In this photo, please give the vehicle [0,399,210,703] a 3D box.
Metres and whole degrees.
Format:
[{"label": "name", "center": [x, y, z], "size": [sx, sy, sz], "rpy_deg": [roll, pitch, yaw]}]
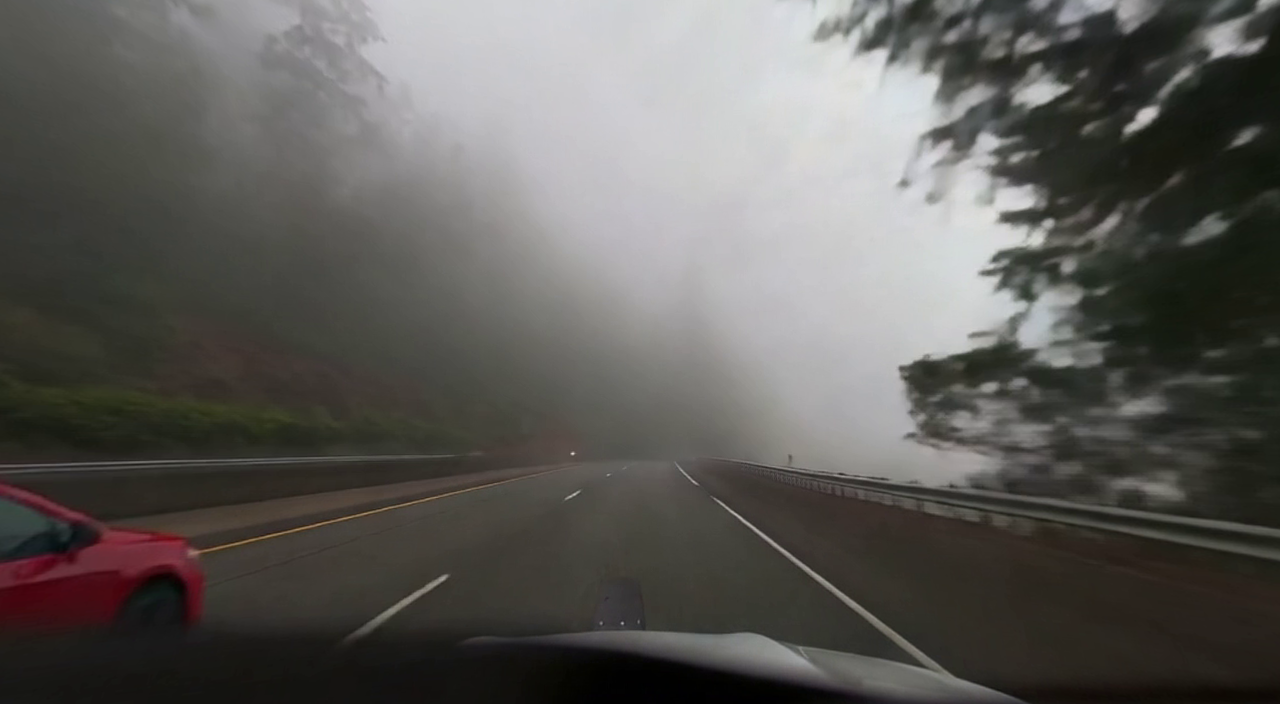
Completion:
[{"label": "vehicle", "center": [-3.466, 0.778, 1.477], "size": [1.934, 1.486, 4.115], "rpy_deg": [0, -9, 1]}]
